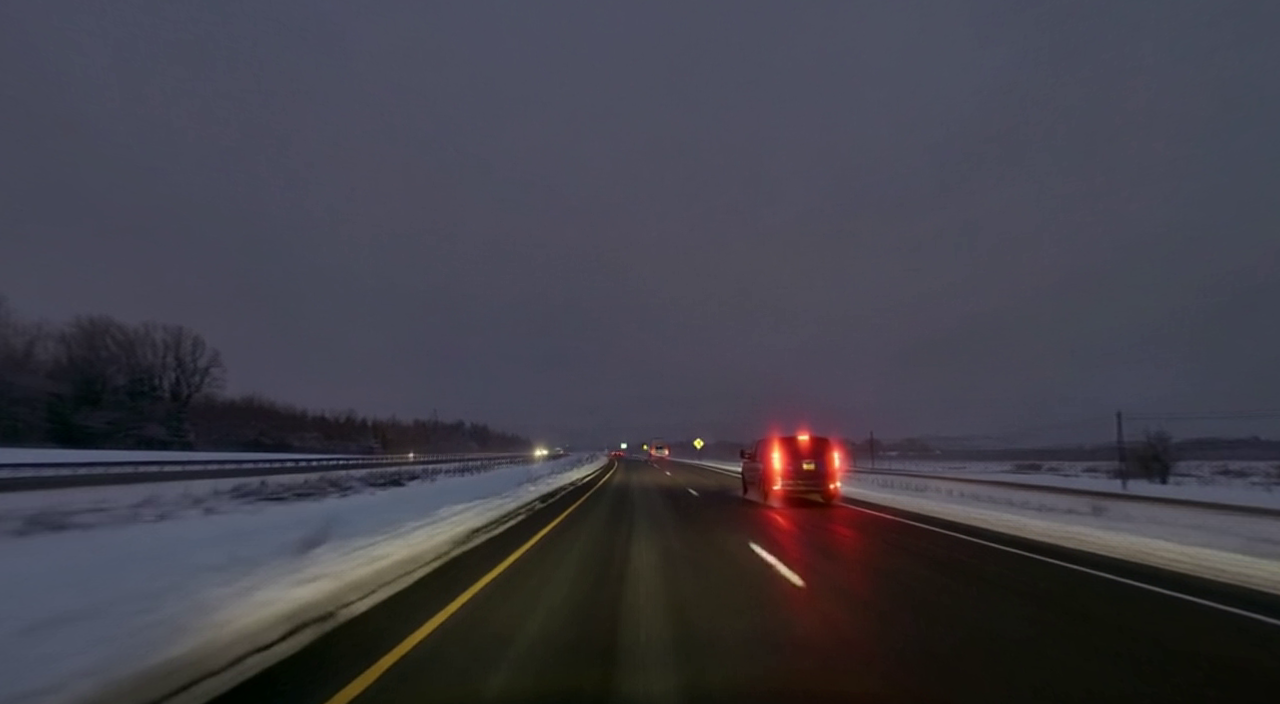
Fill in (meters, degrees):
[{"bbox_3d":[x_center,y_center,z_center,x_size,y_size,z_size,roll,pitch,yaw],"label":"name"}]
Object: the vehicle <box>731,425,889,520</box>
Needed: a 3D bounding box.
[{"bbox_3d":[3.567,2.638,14.415,2.141,1.785,4.778,0,-8,-2],"label":"vehicle"}]
